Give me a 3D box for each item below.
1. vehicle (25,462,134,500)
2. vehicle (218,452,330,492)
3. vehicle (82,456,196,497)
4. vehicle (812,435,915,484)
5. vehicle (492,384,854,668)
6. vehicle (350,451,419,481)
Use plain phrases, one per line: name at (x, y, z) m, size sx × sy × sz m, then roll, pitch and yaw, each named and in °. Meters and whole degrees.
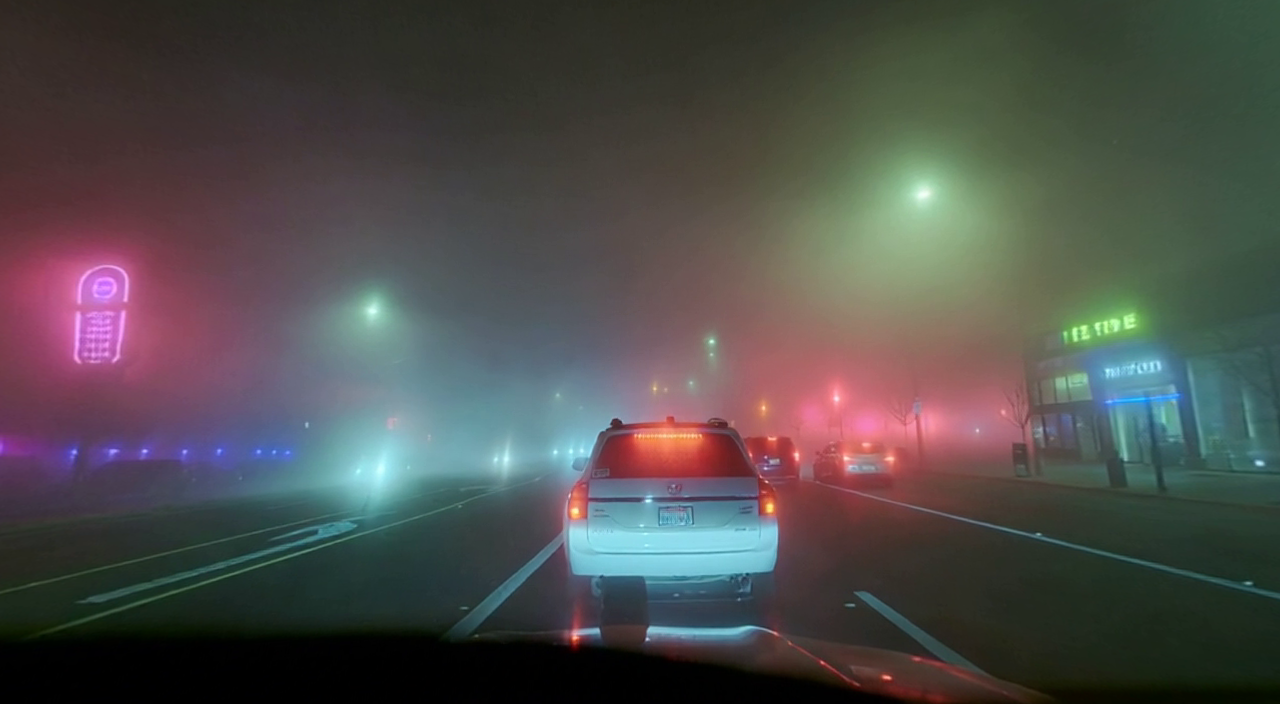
vehicle at (-28.666, 6.602, 32.431) m, size 2.018 × 1.716 × 4.042 m, roll -1°, pitch -10°, yaw -5°
vehicle at (-17.416, 5.700, 30.329) m, size 1.981 × 1.659 × 4.608 m, roll -3°, pitch -9°, yaw 13°
vehicle at (-25.862, 6.405, 32.806) m, size 2.026 × 1.808 × 4.835 m, roll 0°, pitch -8°, yaw -2°
vehicle at (7.325, 3.572, 21.187) m, size 1.914 × 1.470 × 4.213 m, roll 0°, pitch -8°, yaw 0°
vehicle at (0.196, 1.309, 5.738) m, size 2.125 × 1.669 × 3.880 m, roll 0°, pitch -8°, yaw 0°
vehicle at (-13.745, 6.128, 34.160) m, size 1.991 × 1.486 × 3.844 m, roll 0°, pitch -8°, yaw 2°
